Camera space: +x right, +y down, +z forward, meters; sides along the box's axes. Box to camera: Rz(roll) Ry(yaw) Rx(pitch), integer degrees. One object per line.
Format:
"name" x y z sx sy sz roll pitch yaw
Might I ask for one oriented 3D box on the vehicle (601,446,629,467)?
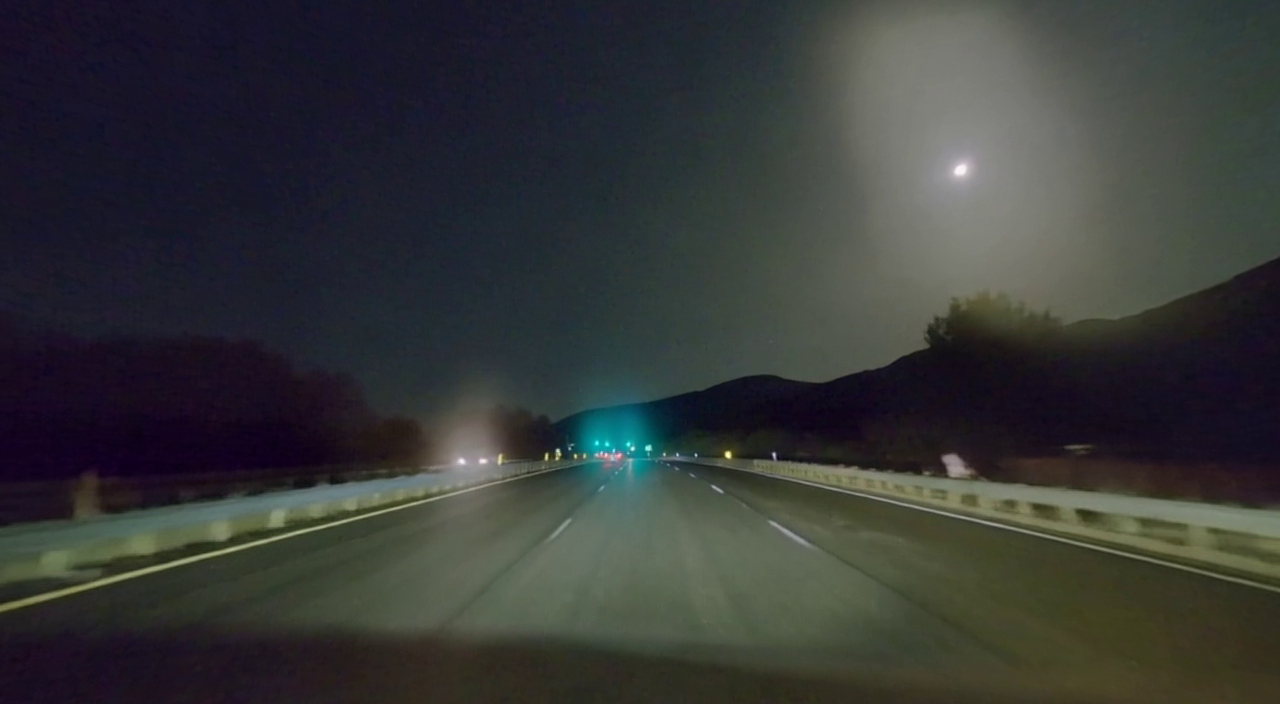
"vehicle" -1.950 8.179 49.388 2.050 1.530 4.144 0 -8 0
